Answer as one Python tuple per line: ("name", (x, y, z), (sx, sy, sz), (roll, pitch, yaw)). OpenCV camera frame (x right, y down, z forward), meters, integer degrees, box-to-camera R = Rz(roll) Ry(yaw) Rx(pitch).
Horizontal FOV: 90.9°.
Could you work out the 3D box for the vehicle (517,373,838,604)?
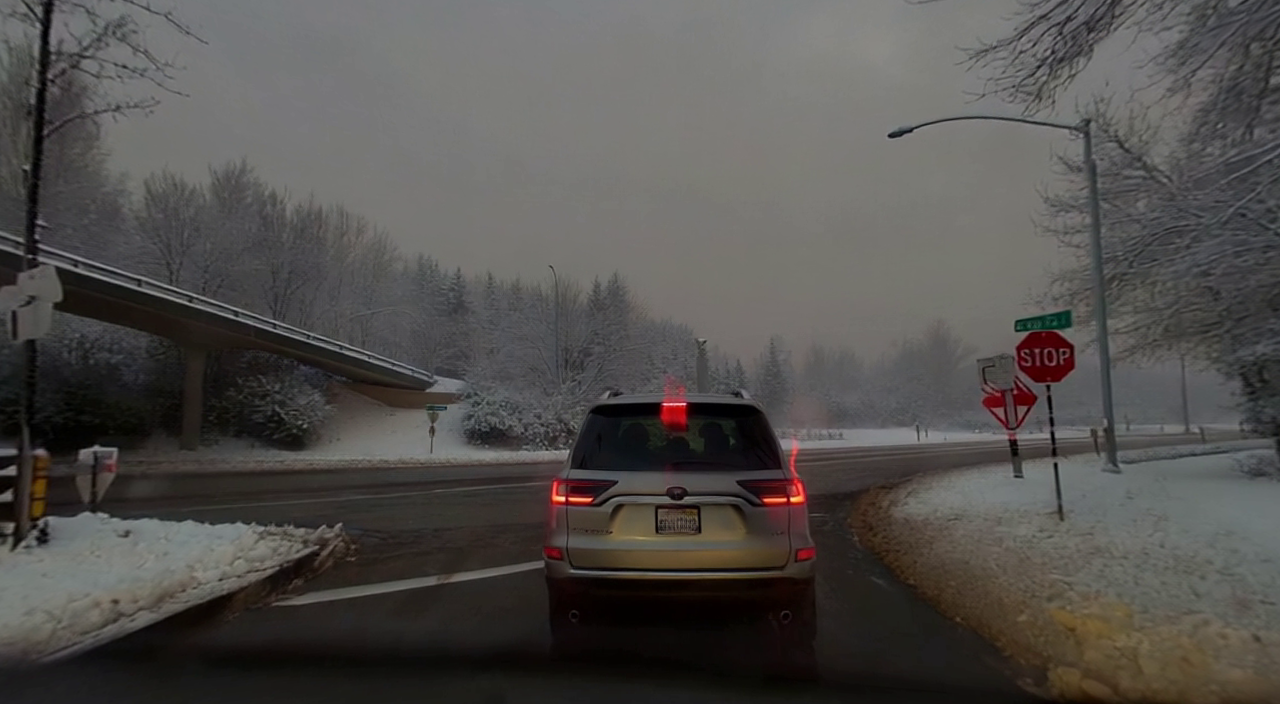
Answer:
("vehicle", (0.314, 1.395, 7.187), (2.494, 1.804, 4.336), (0, -9, 1))
